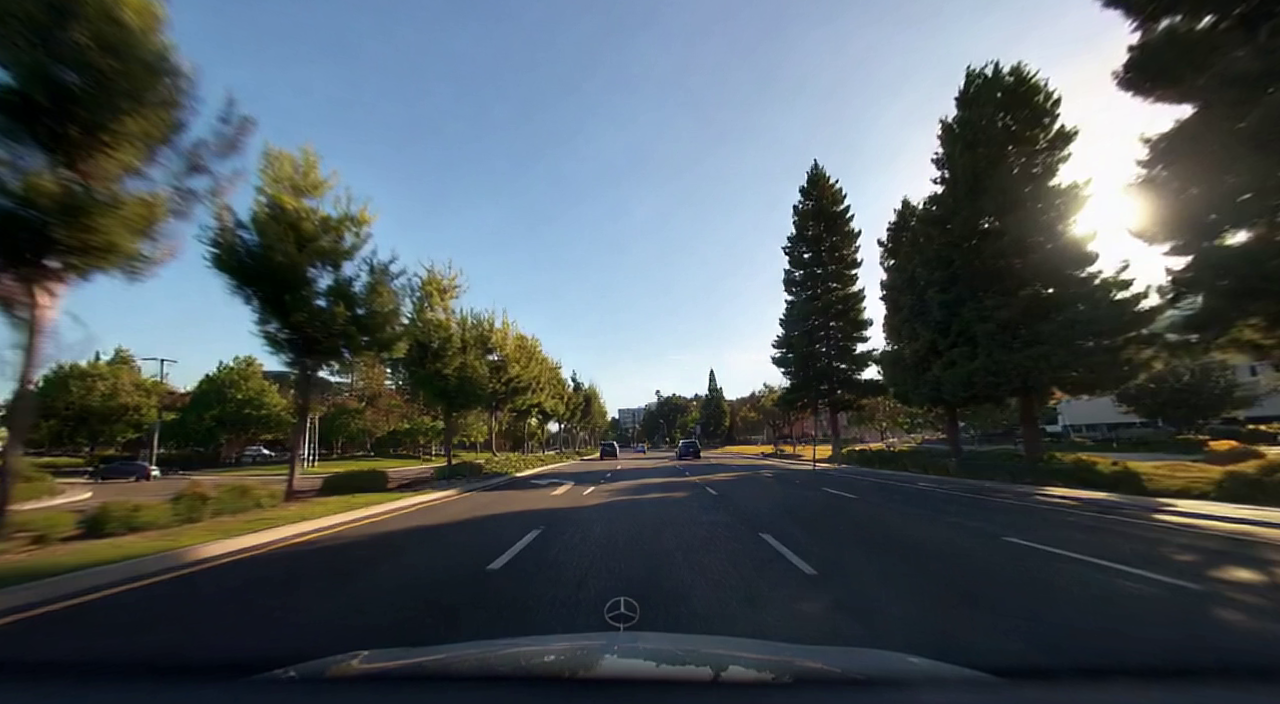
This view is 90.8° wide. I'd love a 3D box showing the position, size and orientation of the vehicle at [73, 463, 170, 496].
[{"bbox_3d":[-30.597,7.482,37.309,4.524,1.742,2.284,-3,-9,20],"label":"vehicle"}]
